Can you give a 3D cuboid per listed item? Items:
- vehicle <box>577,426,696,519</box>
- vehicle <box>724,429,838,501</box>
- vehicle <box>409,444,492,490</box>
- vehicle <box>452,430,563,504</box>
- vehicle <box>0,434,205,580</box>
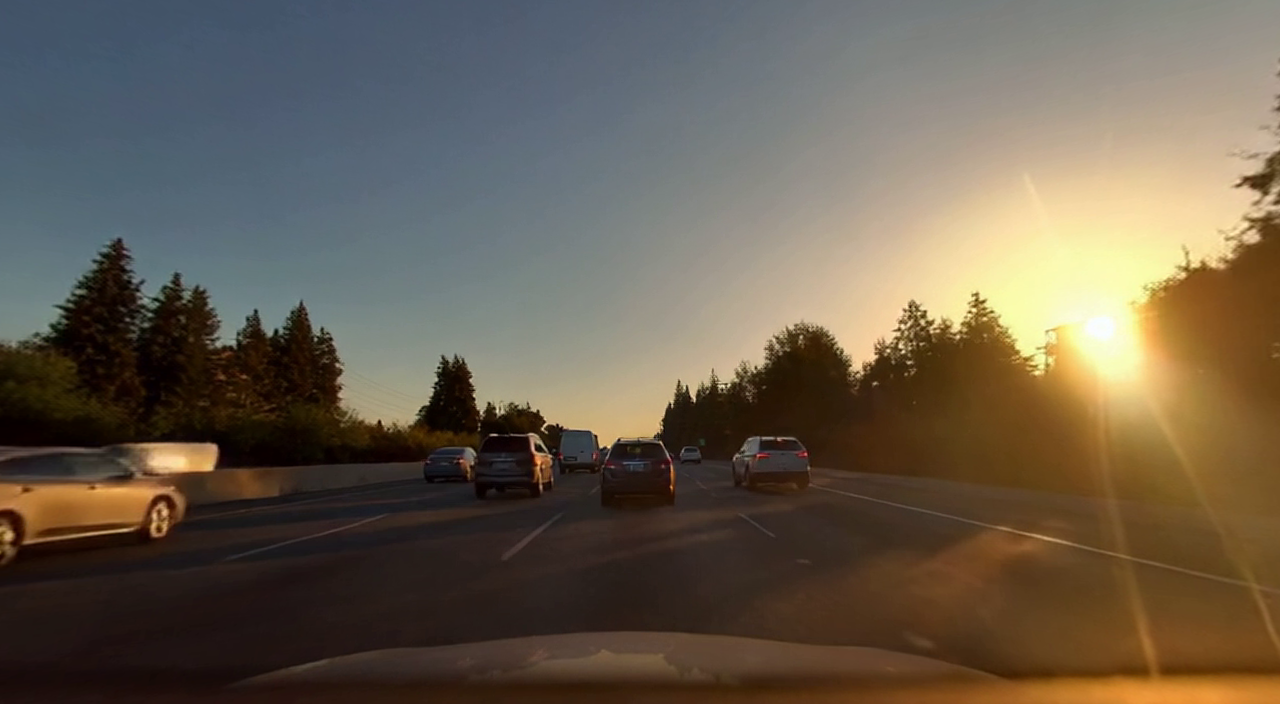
[{"bbox_3d":[-0.035,2.581,13.986,2.223,1.722,4.177,0,-9,1],"label":"vehicle"},{"bbox_3d":[3.974,3.284,18.802,2.175,1.830,5.173,0,-9,0],"label":"vehicle"},{"bbox_3d":[-7.181,4.377,24.343,1.931,1.617,4.060,0,-9,0],"label":"vehicle"},{"bbox_3d":[-3.531,3.158,17.703,2.142,1.808,4.266,0,-9,1],"label":"vehicle"},{"bbox_3d":[-7.720,1.761,7.467,1.927,1.514,4.474,0,-9,0],"label":"vehicle"}]
